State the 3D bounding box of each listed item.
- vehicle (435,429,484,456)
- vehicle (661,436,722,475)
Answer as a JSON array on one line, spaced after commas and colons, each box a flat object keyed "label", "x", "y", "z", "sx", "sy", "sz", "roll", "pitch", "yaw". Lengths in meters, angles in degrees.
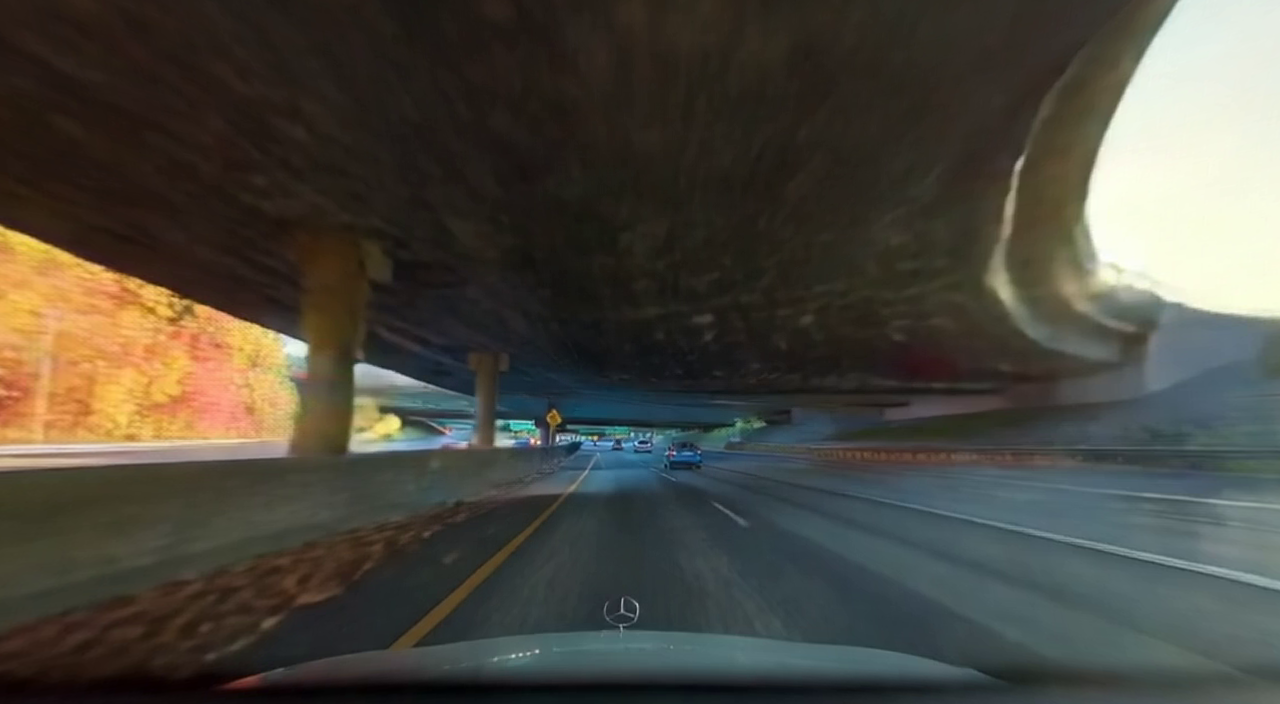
[{"label": "vehicle", "x": -10.670, "y": 5.391, "z": 37.235, "sx": 1.812, "sy": 1.479, "sz": 3.751, "roll": 0, "pitch": -9, "yaw": -1}, {"label": "vehicle", "x": 2.305, "y": 4.801, "z": 29.173, "sx": 2.337, "sy": 1.633, "sz": 4.222, "roll": 0, "pitch": -9, "yaw": -2}]
